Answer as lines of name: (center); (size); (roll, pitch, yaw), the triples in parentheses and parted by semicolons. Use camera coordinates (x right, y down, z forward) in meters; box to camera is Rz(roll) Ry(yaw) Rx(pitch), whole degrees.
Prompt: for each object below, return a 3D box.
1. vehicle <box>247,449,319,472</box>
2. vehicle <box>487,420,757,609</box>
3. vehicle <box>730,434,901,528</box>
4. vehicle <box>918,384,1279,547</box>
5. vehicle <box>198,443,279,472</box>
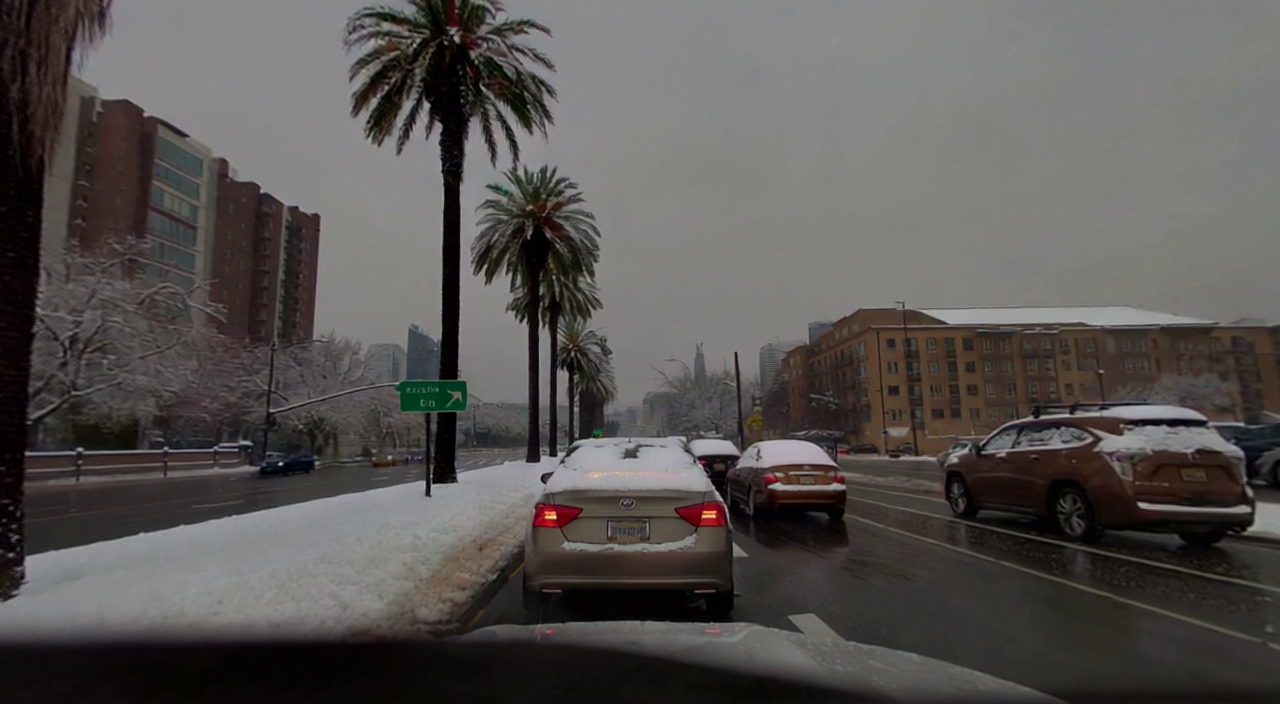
vehicle: (-23.825, 7.256, 42.368); (1.972, 1.425, 4.765); (0, -8, 1)
vehicle: (-0.153, 1.601, 7.095); (2.158, 1.498, 3.919); (0, -8, 0)
vehicle: (3.085, 2.359, 12.204); (1.925, 1.451, 4.436); (0, -8, -2)
vehicle: (7.199, 1.859, 10.917); (2.254, 2.072, 5.577); (0, -9, 1)
vehicle: (-28.327, 7.424, 44.840); (2.115, 1.884, 5.481); (0, -8, 0)
